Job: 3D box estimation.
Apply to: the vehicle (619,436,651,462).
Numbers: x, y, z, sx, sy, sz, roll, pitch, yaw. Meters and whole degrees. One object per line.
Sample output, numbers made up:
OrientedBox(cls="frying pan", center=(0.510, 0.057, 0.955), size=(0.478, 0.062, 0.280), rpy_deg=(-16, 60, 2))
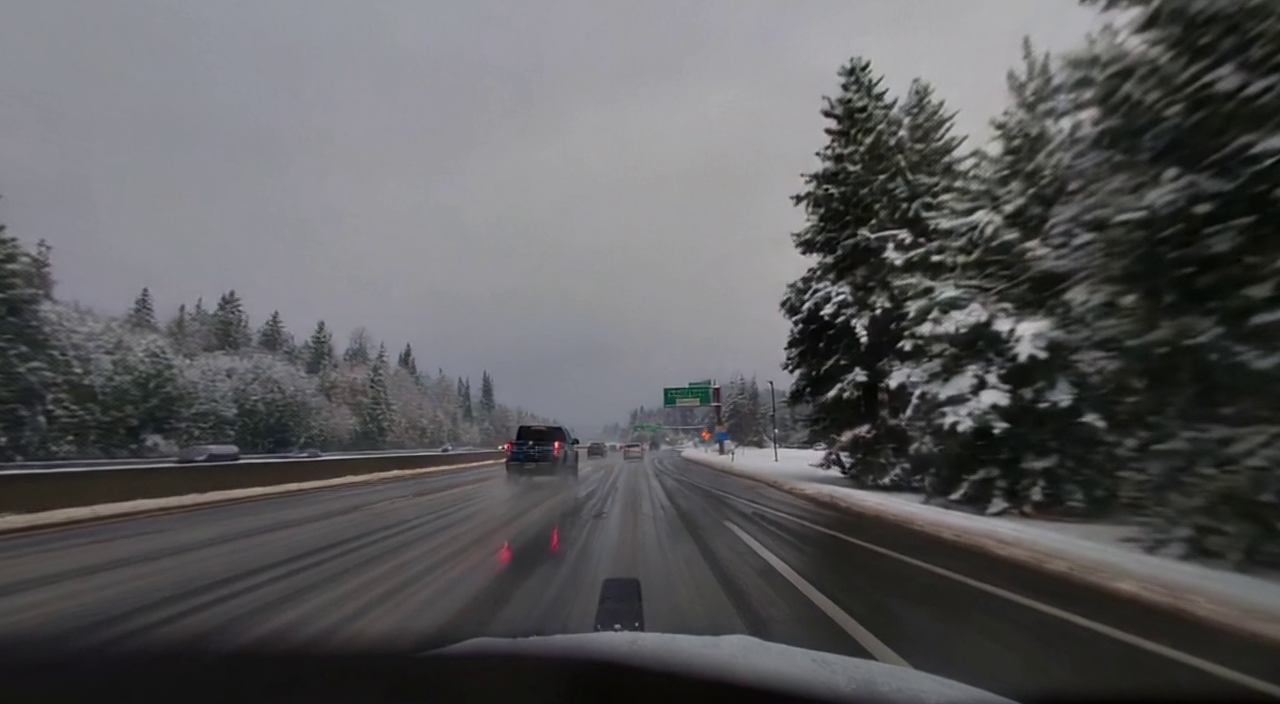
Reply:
OrientedBox(cls="vehicle", center=(-0.362, 7.414, 48.281), size=(2.306, 1.857, 4.657), rpy_deg=(0, -9, 0))

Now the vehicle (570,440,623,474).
OrientedBox(cls="vehicle", center=(-2.078, 5.190, 31.484), size=(2.068, 1.539, 4.720), rpy_deg=(-1, -9, 3))

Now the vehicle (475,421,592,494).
OrientedBox(cls="vehicle", center=(-3.106, 3.280, 19.947), size=(2.497, 1.957, 5.432), rpy_deg=(-1, -9, 3))
